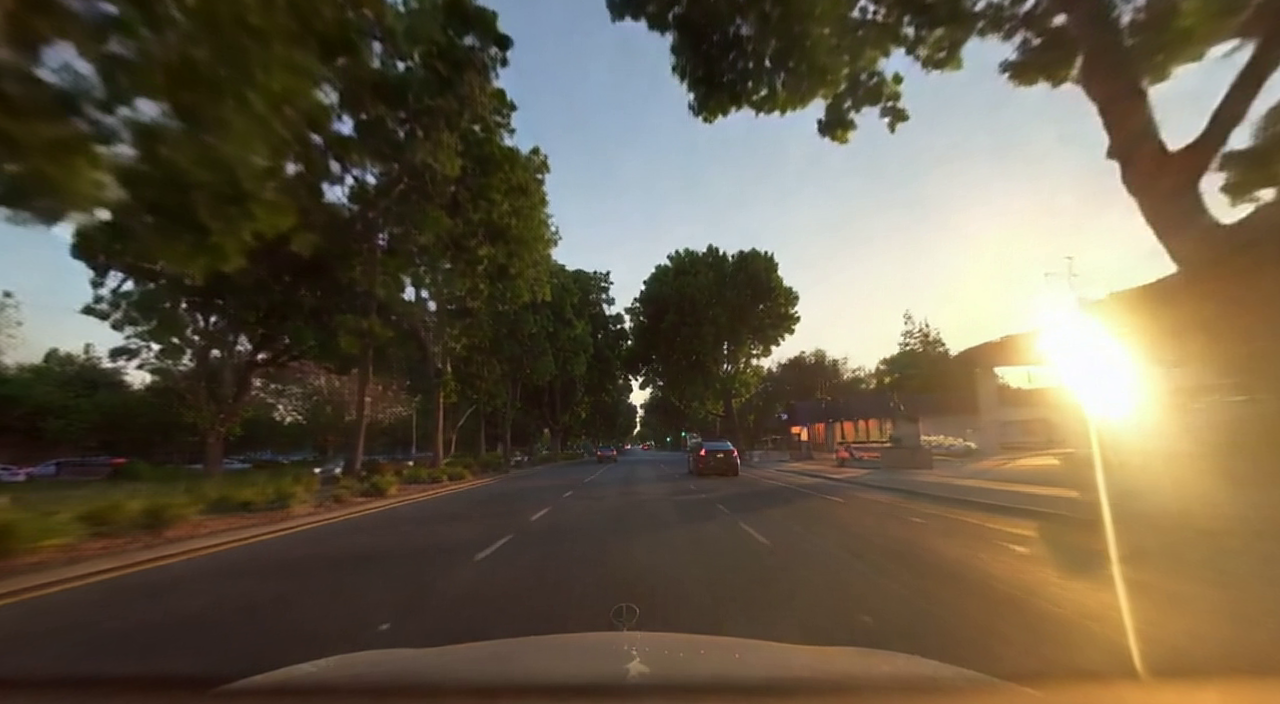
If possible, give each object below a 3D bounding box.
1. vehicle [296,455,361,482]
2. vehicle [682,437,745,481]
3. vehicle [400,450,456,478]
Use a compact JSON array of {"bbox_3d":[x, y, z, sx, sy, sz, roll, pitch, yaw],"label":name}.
[{"bbox_3d":[-19.848,7.414,40.330,1.881,1.497,4.488,0,-8,0],"label":"vehicle"},{"bbox_3d":[3.073,4.563,27.158,2.083,1.743,4.354,0,-8,-1],"label":"vehicle"},{"bbox_3d":[-12.807,6.773,38.284,1.921,1.520,4.231,0,-8,0],"label":"vehicle"}]
